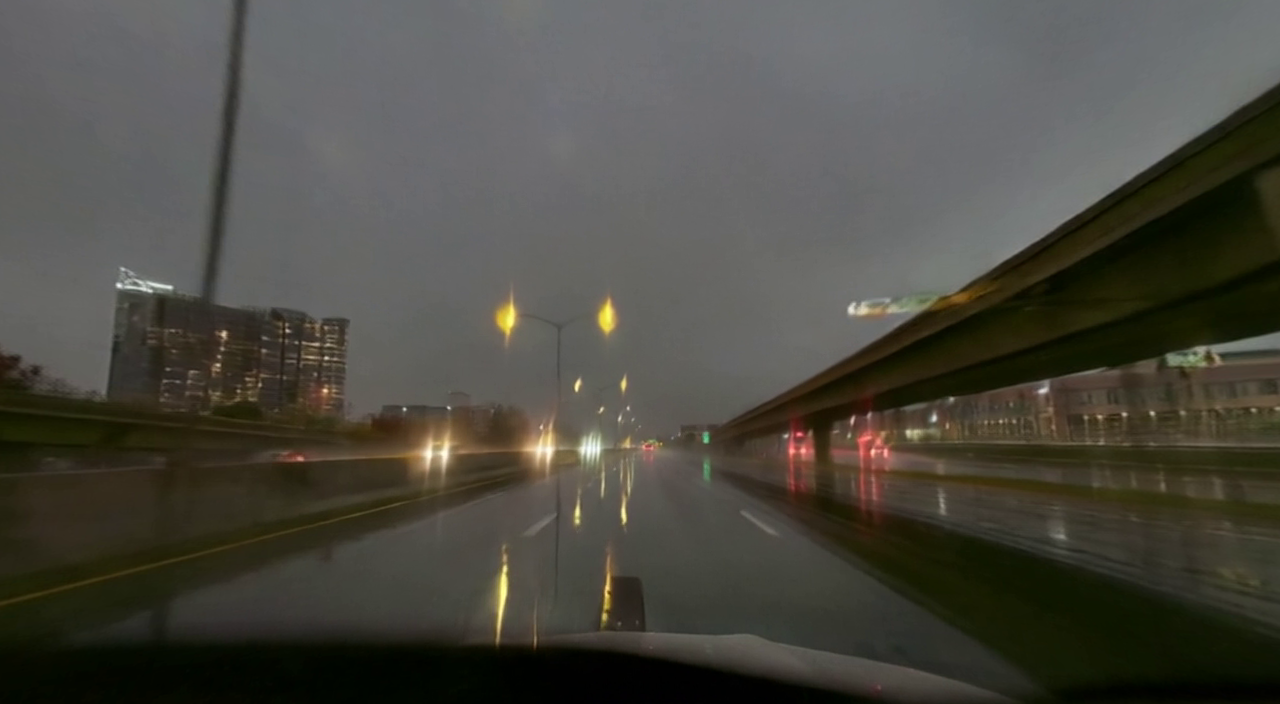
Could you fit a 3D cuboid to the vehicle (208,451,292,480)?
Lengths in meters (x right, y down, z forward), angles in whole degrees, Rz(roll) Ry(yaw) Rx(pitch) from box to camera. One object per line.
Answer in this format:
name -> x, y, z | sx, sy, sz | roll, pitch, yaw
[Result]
vehicle -> -20.916, 6.091, 34.111 | 2.085, 1.461, 3.811 | 0, -9, 0
